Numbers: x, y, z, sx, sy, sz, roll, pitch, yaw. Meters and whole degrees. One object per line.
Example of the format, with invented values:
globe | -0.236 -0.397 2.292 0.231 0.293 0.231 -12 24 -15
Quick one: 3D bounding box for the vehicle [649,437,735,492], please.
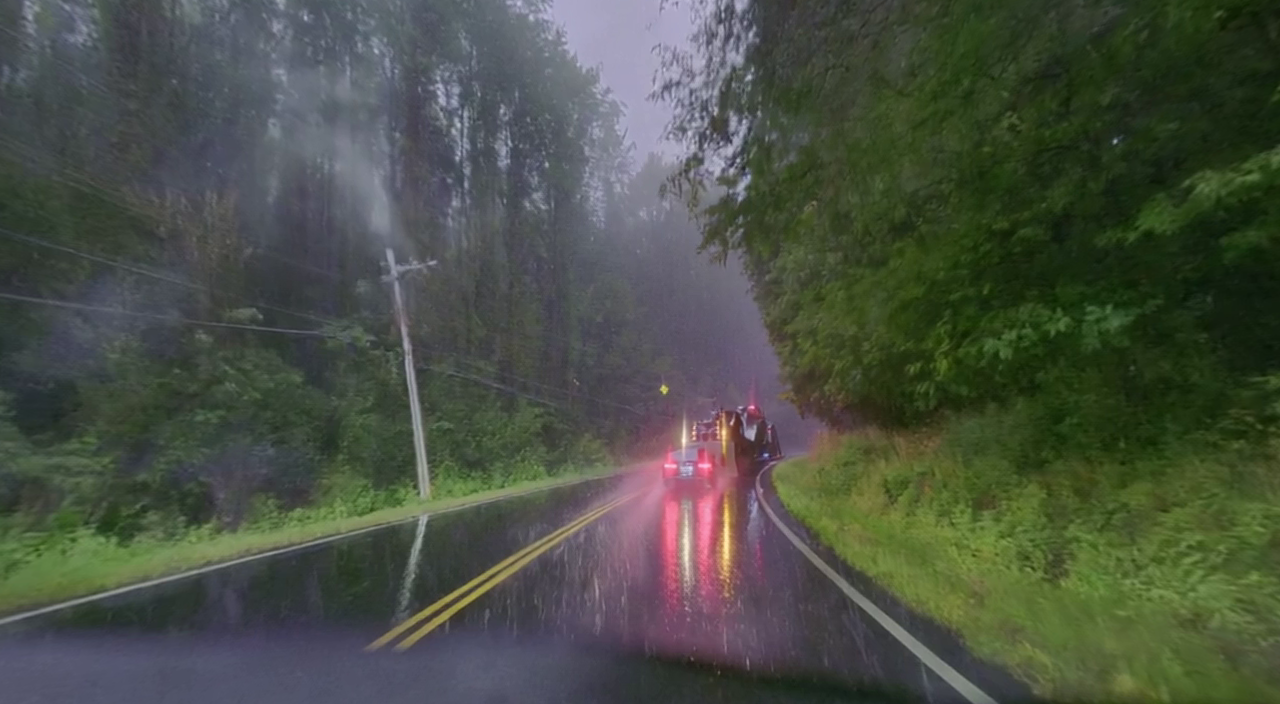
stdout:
vehicle | 1.734 3.390 19.385 2.196 1.465 4.294 -2 -9 10
